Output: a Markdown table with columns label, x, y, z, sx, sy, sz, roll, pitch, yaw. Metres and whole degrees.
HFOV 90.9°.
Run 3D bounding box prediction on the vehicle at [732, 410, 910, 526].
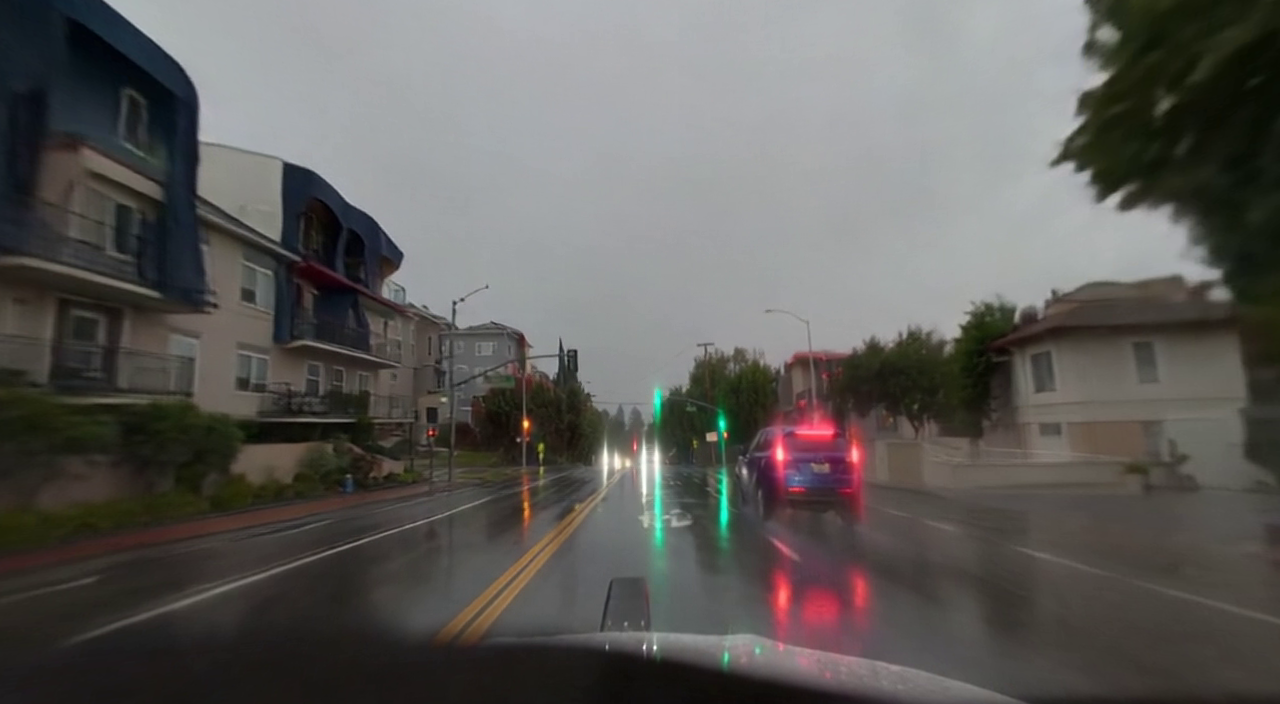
| label | x | y | z | sx | sy | sz | roll | pitch | yaw |
| --- | --- | --- | --- | --- | --- | --- | --- | --- | --- |
| vehicle | 3.289 | 2.242 | 12.691 | 2.130 | 1.863 | 4.844 | 0 | -9 | 0 |

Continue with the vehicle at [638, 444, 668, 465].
| label | x | y | z | sx | sy | sz | roll | pitch | yaw |
| --- | --- | --- | --- | --- | --- | --- | --- | --- | --- |
| vehicle | 0.908 | 7.473 | 45.967 | 2.097 | 1.463 | 4.043 | 0 | -9 | 0 |
